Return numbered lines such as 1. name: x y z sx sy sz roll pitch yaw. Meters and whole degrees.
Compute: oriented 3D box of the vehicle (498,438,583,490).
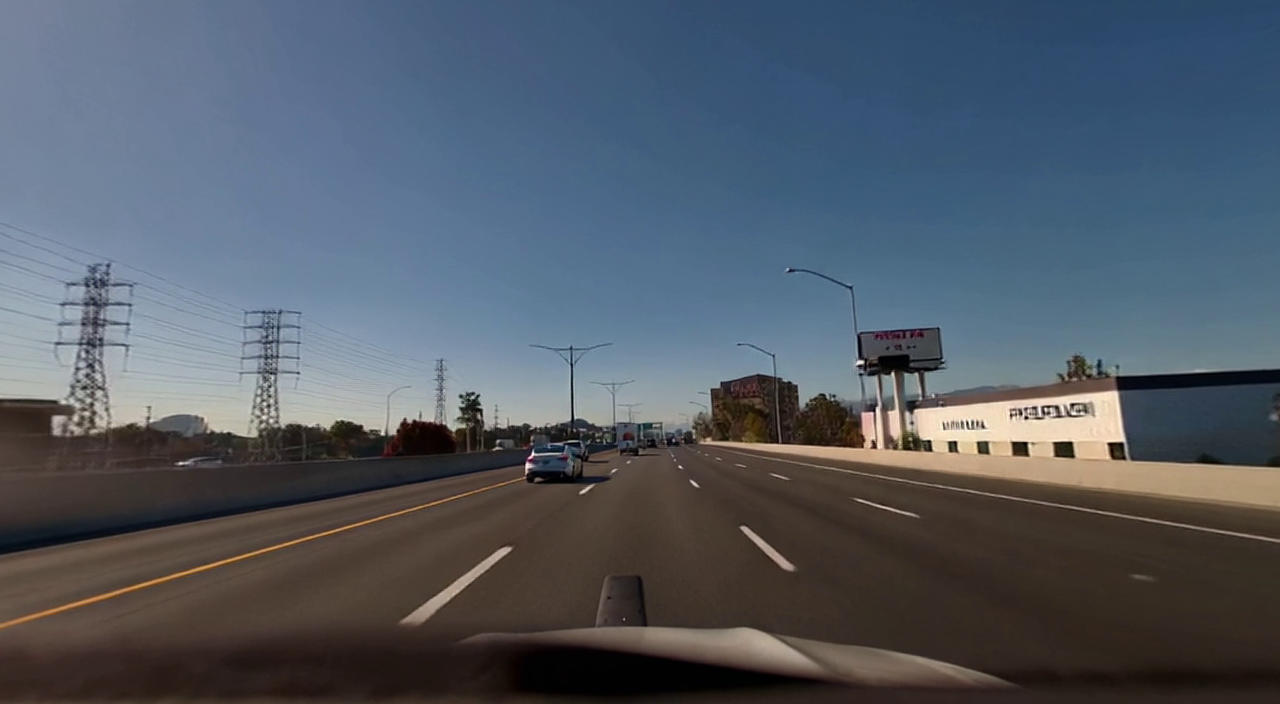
1. vehicle: -2.983 3.457 19.768 1.891 1.444 3.968 -1 -8 2
